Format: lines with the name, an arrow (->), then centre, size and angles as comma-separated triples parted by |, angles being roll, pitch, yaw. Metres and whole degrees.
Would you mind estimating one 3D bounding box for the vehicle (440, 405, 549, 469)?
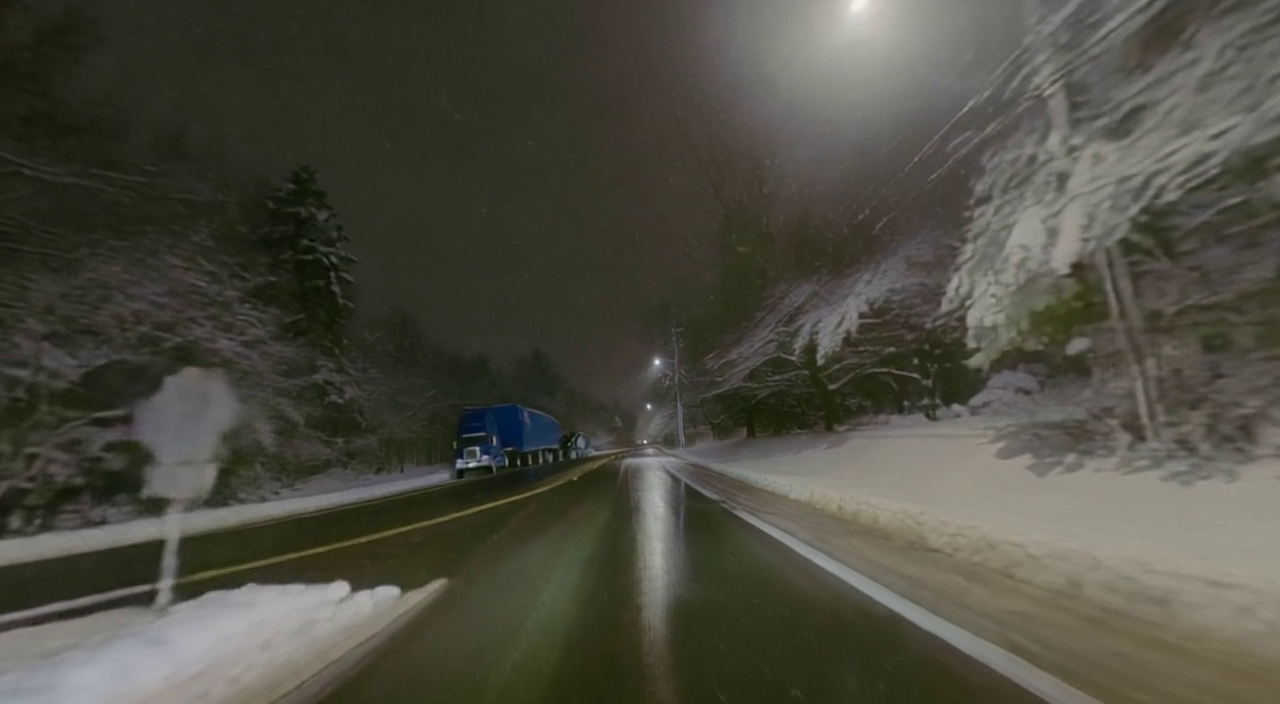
vehicle -> -9.668, 6.053, 43.486 | 5.596, 3.130, 8.972 | -3, -14, -2
